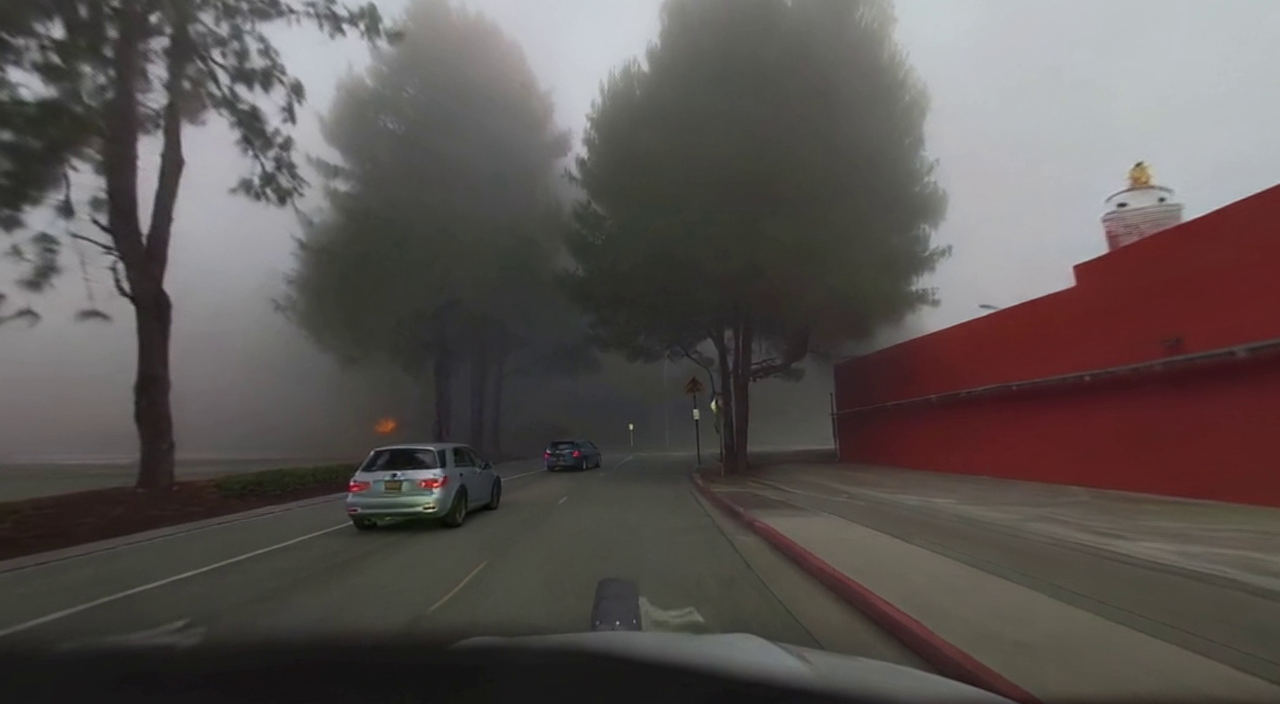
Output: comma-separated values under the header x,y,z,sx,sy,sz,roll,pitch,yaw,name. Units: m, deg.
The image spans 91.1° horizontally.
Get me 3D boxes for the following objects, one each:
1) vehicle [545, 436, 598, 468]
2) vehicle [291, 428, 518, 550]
x,y,z,sx,sy,sz,roll,pitch,yaw,name
-3.208,4.753,30.173,1.962,1.424,4.289,0,-8,2,vehicle
-3.313,1.973,9.933,1.853,1.478,4.381,0,-8,1,vehicle
